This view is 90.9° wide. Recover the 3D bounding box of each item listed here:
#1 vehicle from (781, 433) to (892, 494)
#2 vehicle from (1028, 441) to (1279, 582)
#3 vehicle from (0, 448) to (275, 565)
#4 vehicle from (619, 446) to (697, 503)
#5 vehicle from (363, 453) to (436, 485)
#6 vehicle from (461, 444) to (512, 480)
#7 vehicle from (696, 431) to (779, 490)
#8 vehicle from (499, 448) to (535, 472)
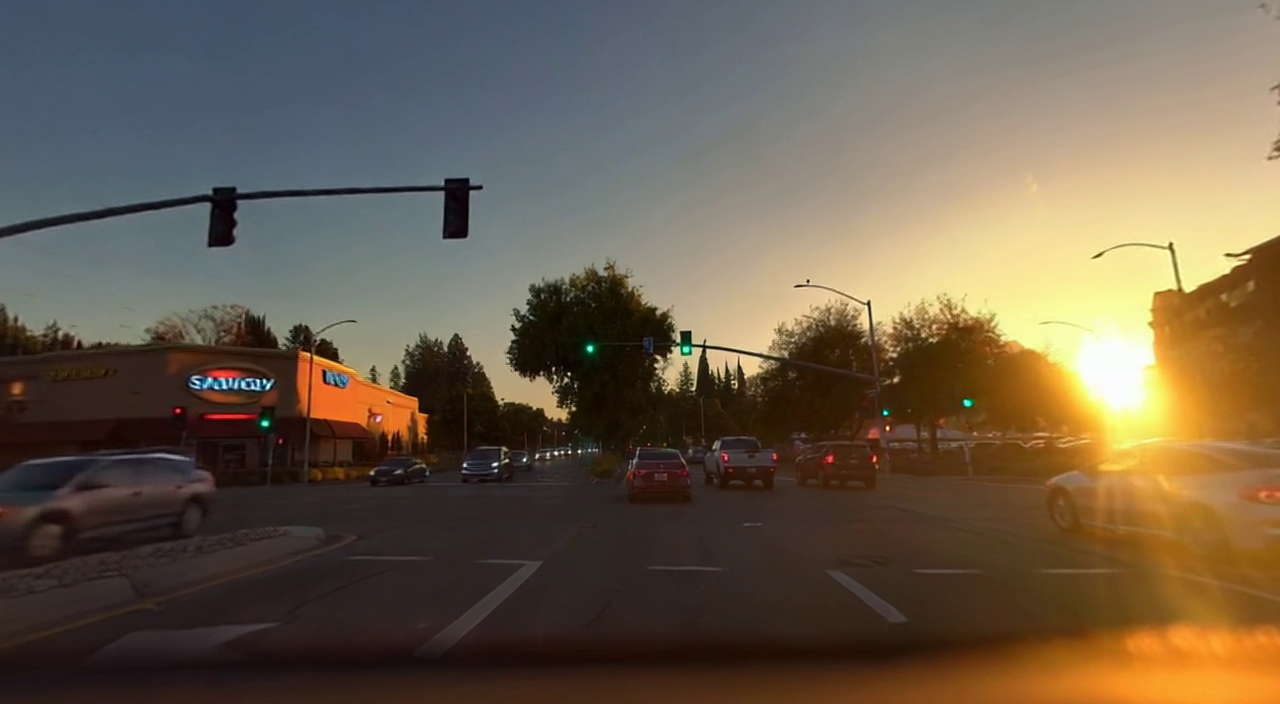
[{"bbox_3d":[7.180,4.112,23.766,2.323,2.009,5.266,0,-8,-2],"label":"vehicle"},{"bbox_3d":[7.829,2.018,8.831,1.905,1.498,4.463,0,-8,-1],"label":"vehicle"},{"bbox_3d":[-8.313,2.332,10.343,2.002,1.469,4.301,0,-8,1],"label":"vehicle"},{"bbox_3d":[0.423,3.485,18.376,2.038,1.447,3.756,0,-8,-1],"label":"vehicle"},{"bbox_3d":[-12.491,6.070,33.060,1.969,1.486,4.773,0,-8,0],"label":"vehicle"},{"bbox_3d":[-8.326,5.983,34.576,1.904,1.789,4.021,0,-8,-1],"label":"vehicle"},{"bbox_3d":[3.738,4.303,25.385,2.358,2.116,5.328,0,-8,-1],"label":"vehicle"},{"bbox_3d":[-8.797,7.743,45.338,1.827,1.602,4.115,0,-8,-1],"label":"vehicle"}]
